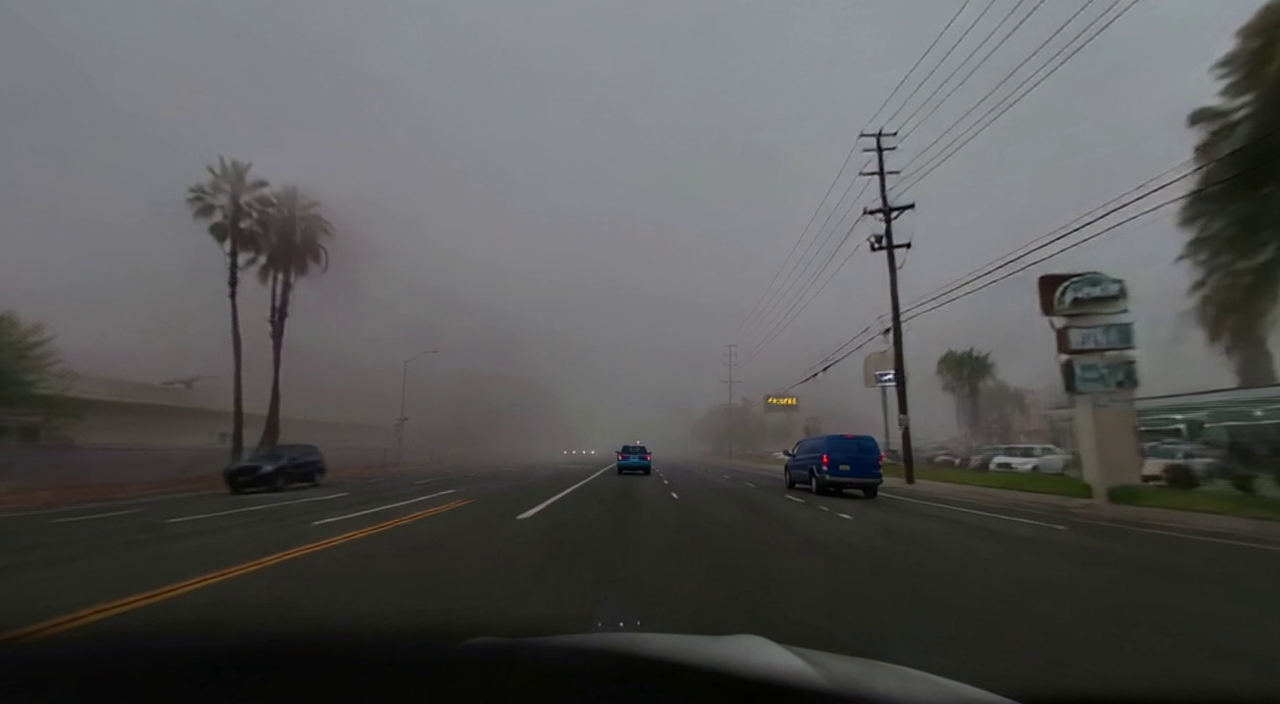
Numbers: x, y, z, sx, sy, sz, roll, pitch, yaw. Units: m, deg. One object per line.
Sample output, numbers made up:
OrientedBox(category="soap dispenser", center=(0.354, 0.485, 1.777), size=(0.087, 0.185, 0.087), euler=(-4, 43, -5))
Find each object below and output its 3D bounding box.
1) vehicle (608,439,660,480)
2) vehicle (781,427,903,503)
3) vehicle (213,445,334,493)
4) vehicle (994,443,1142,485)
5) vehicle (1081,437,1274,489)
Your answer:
OrientedBox(category="vehicle", center=(-0.261, 4.710, 27.955), size=(2.138, 1.672, 4.168), euler=(0, -8, 0))
OrientedBox(category="vehicle", center=(5.765, 3.261, 18.662), size=(2.107, 1.928, 4.471), euler=(0, -8, 0))
OrientedBox(category="vehicle", center=(-14.172, 4.504, 24.710), size=(1.997, 1.641, 4.528), euler=(0, -8, 0))
OrientedBox(category="vehicle", center=(17.759, 4.652, 26.308), size=(4.605, 1.459, 1.968), euler=(-3, -9, 4))
OrientedBox(category="vehicle", center=(17.900, 3.685, 21.172), size=(4.490, 1.604, 2.089), euler=(0, -8, 2))
